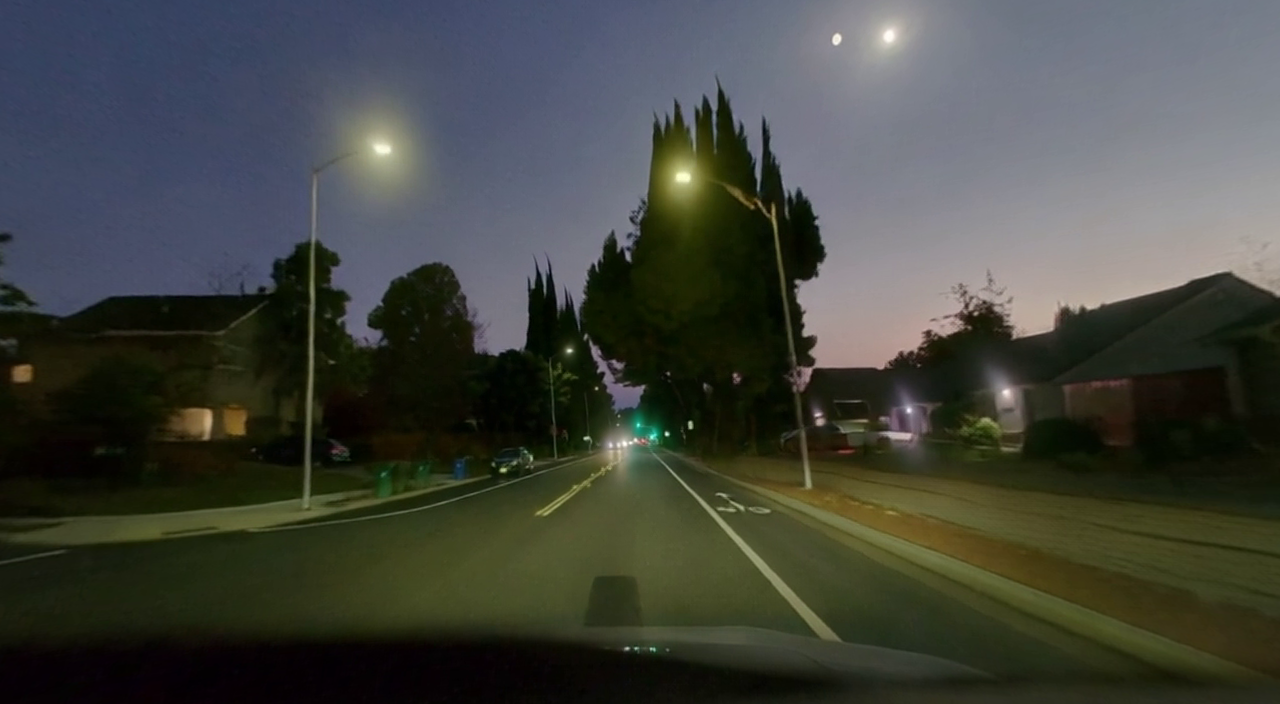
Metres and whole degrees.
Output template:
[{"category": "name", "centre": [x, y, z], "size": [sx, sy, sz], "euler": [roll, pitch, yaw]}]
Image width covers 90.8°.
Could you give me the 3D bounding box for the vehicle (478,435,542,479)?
[{"category": "vehicle", "centre": [-6.572, 5.381, 32.521], "size": [2.176, 1.885, 5.174], "euler": [-4, -9, -1]}]

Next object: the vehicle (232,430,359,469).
[{"category": "vehicle", "centre": [-15.633, 4.441, 28.804], "size": [4.735, 1.712, 1.992], "euler": [-2, -9, 9]}]
